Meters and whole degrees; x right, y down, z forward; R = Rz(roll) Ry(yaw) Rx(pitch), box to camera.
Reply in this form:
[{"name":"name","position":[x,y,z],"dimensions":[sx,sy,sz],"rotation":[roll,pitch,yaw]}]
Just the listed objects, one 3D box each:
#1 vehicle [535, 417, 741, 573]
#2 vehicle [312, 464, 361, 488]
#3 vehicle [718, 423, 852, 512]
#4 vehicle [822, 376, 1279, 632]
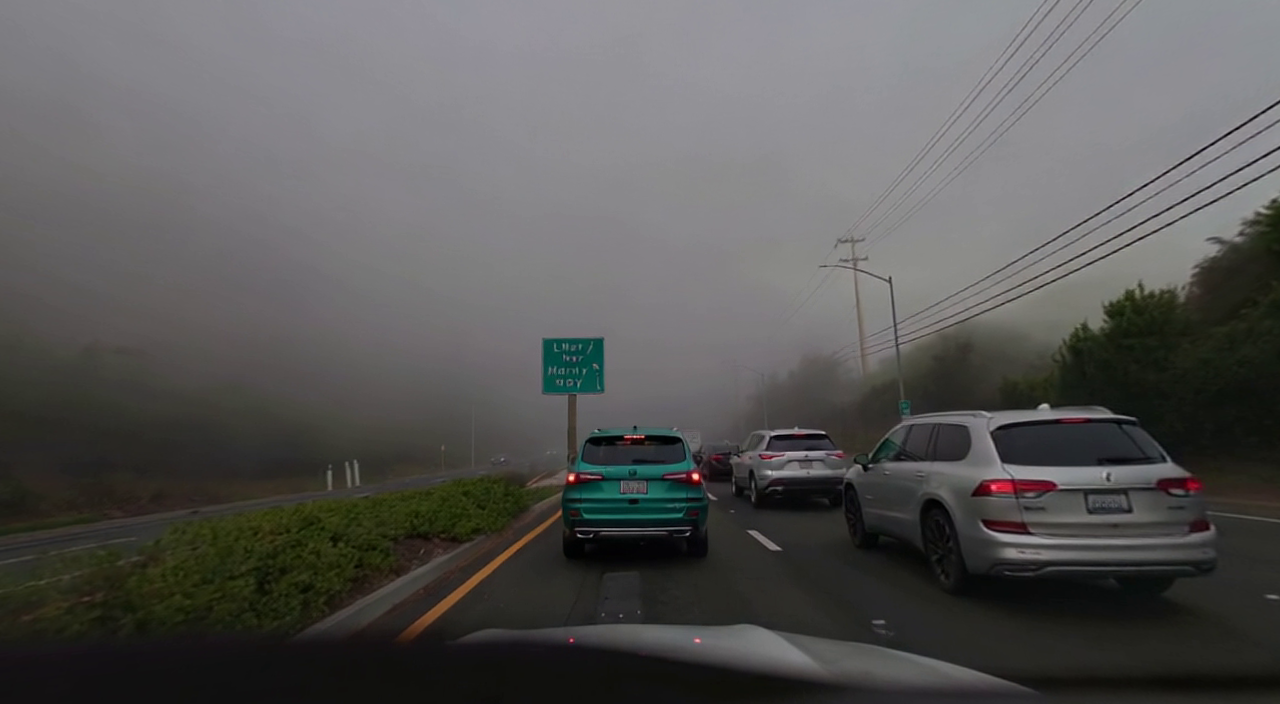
[{"name":"vehicle","position":[-0.064,1.845,8.943],"dimensions":[2.199,1.641,4.232],"rotation":[0,-8,-1]},{"name":"vehicle","position":[-22.906,9.368,47.827],"dimensions":[1.847,1.554,3.926],"rotation":[0,-8,-1]},{"name":"vehicle","position":[3.276,2.719,15.353],"dimensions":[2.097,1.818,4.625],"rotation":[0,-8,-1]},{"name":"vehicle","position":[3.512,1.328,6.431],"dimensions":[2.001,1.707,4.250],"rotation":[0,-8,-1]}]
